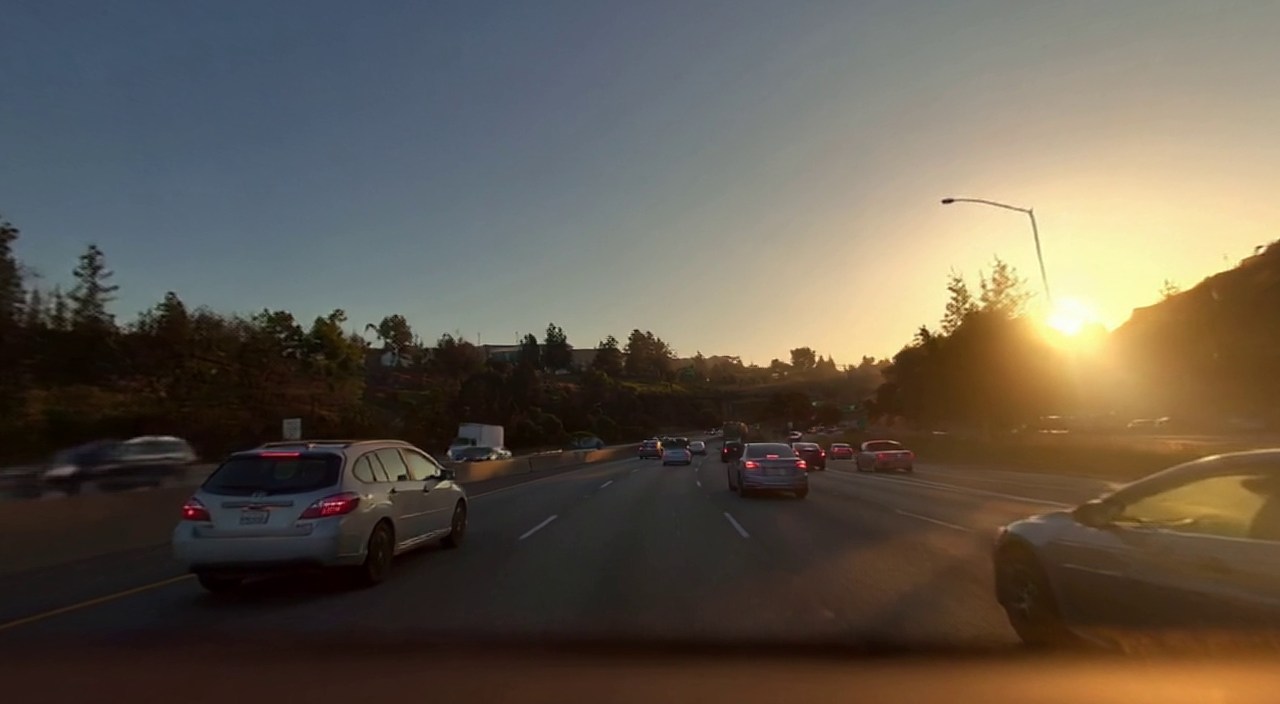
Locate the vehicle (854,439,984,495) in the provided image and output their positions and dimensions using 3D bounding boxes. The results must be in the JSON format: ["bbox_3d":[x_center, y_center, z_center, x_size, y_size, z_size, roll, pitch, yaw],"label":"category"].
[{"bbox_3d":[8.311,3.456,19.306,2.014,1.506,4.626,0,-9,2],"label":"vehicle"}]

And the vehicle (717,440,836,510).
[{"bbox_3d":[3.208,2.999,15.840,2.009,1.489,4.559,0,-9,1],"label":"vehicle"}]

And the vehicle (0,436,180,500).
[{"bbox_3d":[-18.995,3.908,21.658,2.227,1.917,5.034,-1,-9,4],"label":"vehicle"}]

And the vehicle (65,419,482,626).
[{"bbox_3d":[-3.373,1.649,7.106,1.937,1.558,4.469,0,-9,1],"label":"vehicle"}]

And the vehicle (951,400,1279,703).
[{"bbox_3d":[3.351,0.938,2.353,2.014,1.489,4.696,0,-9,1],"label":"vehicle"}]

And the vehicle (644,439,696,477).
[{"bbox_3d":[1.379,4.844,28.996,2.201,1.614,3.803,0,-9,3],"label":"vehicle"}]
